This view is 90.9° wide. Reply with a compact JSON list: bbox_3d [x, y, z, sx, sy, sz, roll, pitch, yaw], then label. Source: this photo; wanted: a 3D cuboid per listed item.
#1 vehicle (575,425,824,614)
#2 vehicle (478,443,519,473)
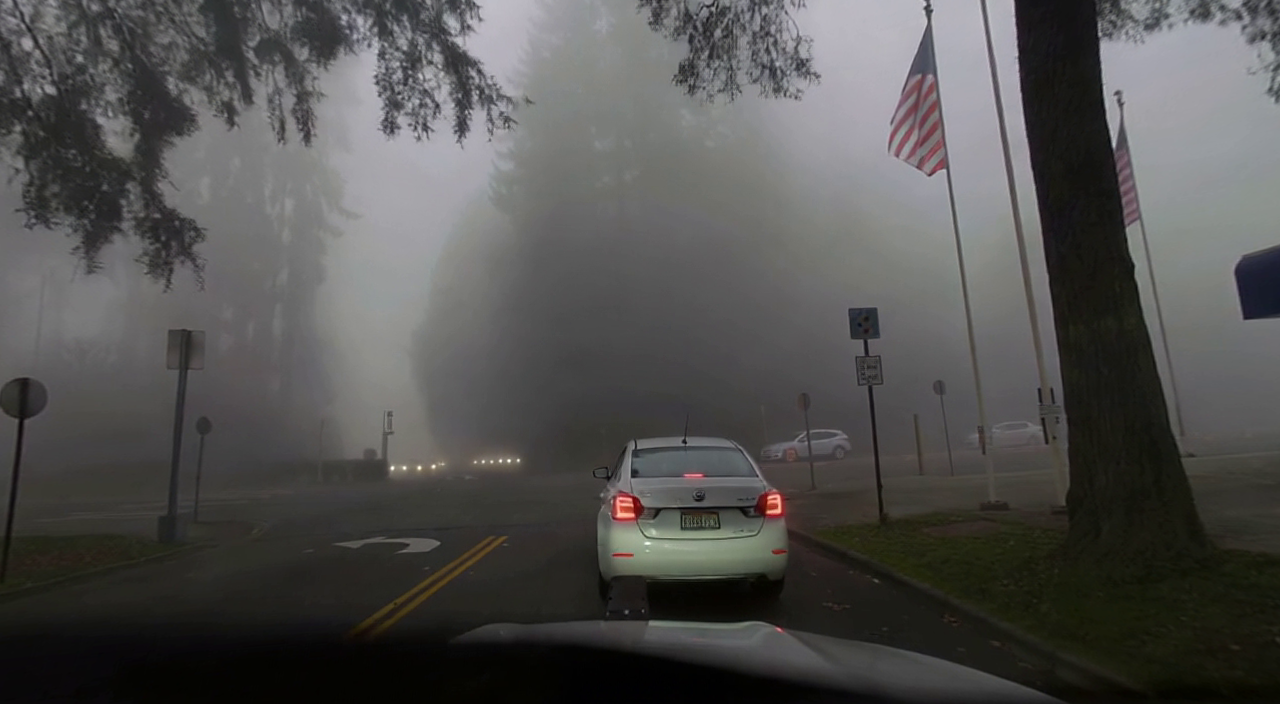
[{"bbox_3d":[0.385,1.617,6.901,1.985,1.463,3.647,0,-9,-3],"label":"vehicle"},{"bbox_3d":[-9.992,7.492,44.759,2.212,1.948,4.537,0,-9,-5],"label":"vehicle"}]
